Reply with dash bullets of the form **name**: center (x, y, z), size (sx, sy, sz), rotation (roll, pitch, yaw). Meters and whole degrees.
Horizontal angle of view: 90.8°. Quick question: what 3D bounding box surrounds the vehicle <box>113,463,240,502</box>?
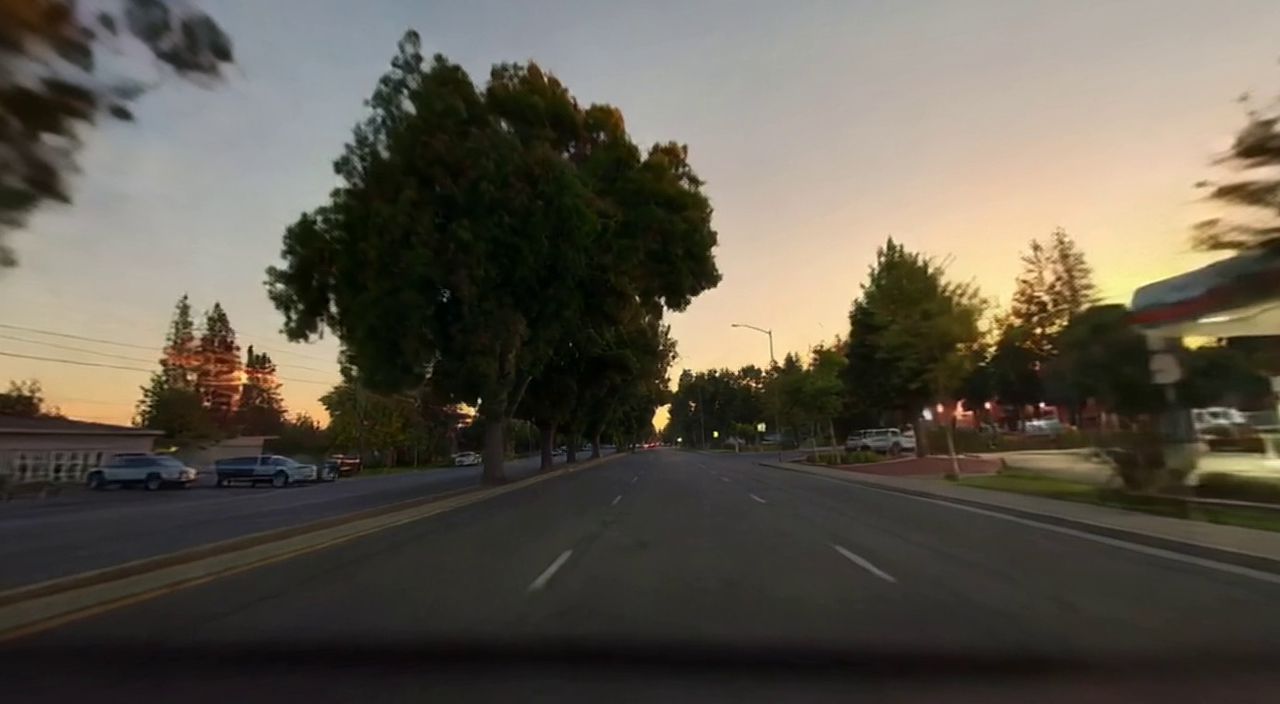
- **vehicle**: center (-20.540, 5.773, 28.290), size (1.924, 1.479, 4.706), rotation (-1, -8, 4)

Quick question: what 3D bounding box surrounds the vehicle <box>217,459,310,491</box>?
- **vehicle**: center (-20.234, 6.626, 34.231), size (1.787, 1.471, 4.709), rotation (-1, -8, 5)

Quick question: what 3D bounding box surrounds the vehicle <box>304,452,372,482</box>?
- **vehicle**: center (-19.971, 7.608, 41.994), size (1.988, 1.785, 4.802), rotation (-1, -8, 2)

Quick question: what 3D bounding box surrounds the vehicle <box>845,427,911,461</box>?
- **vehicle**: center (14.059, 5.479, 37.700), size (2.108, 1.877, 4.807), rotation (0, -8, 1)

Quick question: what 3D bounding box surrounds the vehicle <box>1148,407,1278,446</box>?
- **vehicle**: center (32.309, 4.311, 35.950), size (2.367, 2.056, 5.466), rotation (-1, -8, 3)
